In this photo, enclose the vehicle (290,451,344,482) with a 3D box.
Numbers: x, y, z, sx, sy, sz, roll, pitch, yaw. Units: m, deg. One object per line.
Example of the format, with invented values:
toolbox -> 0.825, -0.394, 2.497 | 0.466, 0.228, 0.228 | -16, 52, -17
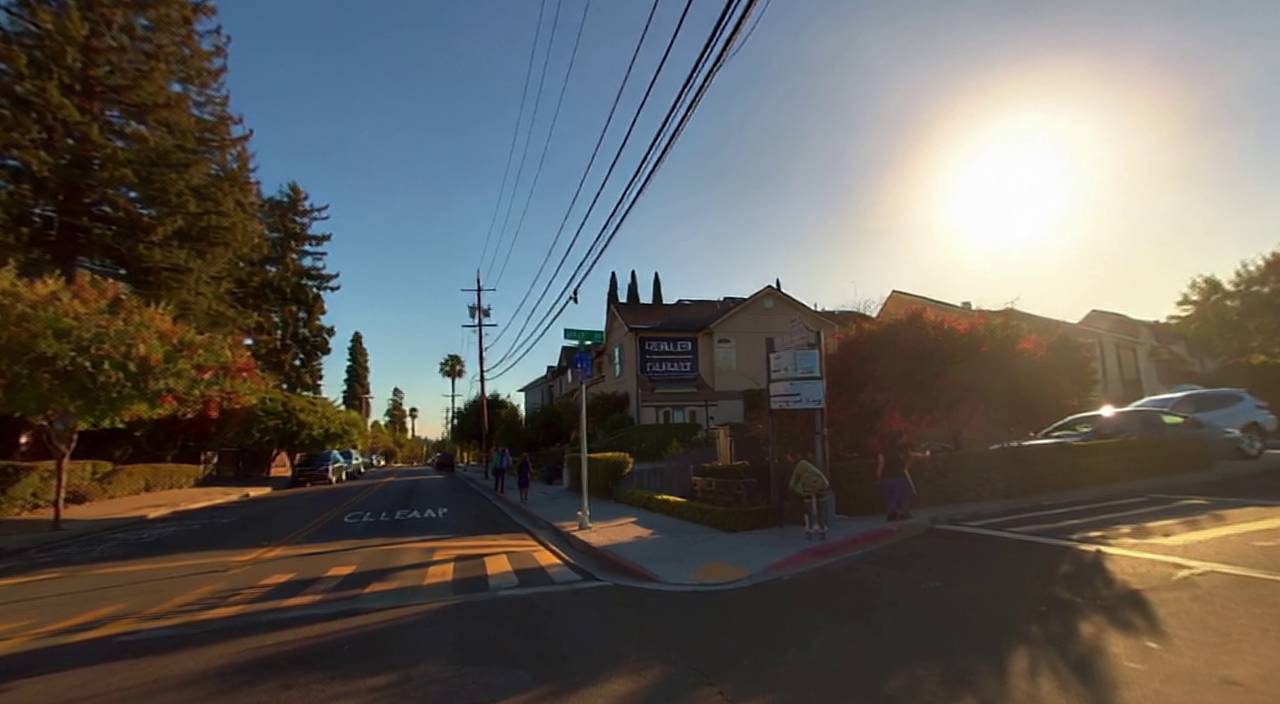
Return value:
vehicle -> -20.628, 7.306, 40.548 | 2.203, 1.787, 4.704 | 2, -9, -17
